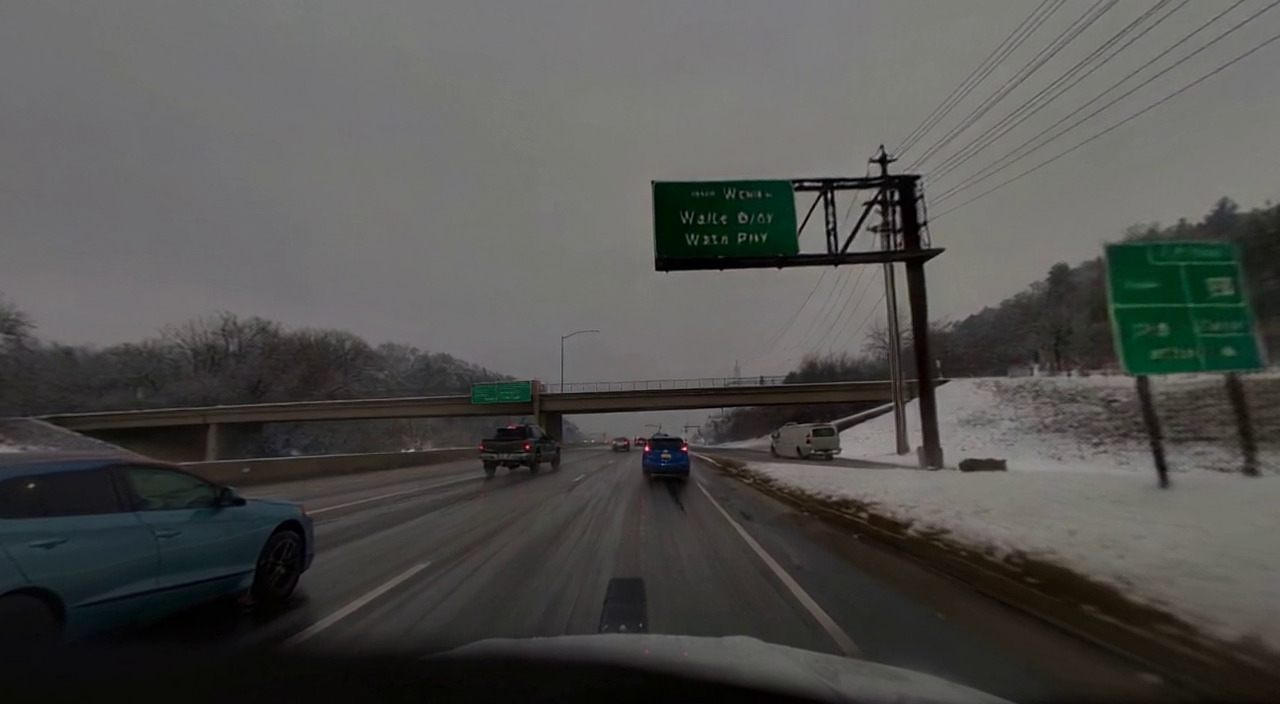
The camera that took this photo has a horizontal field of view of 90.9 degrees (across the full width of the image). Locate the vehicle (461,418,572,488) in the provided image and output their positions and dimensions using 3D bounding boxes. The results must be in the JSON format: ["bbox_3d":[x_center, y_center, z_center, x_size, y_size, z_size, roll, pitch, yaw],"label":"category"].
[{"bbox_3d":[-3.572,3.075,19.365,2.228,1.845,4.847,-1,-8,2],"label":"vehicle"}]

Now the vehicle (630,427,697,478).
[{"bbox_3d":[0.807,3.588,22.626,2.193,1.651,3.946,-1,-8,1],"label":"vehicle"}]

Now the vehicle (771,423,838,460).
[{"bbox_3d":[12.307,6.806,47.933,2.571,2.571,6.876,1,-8,-6],"label":"vehicle"}]
